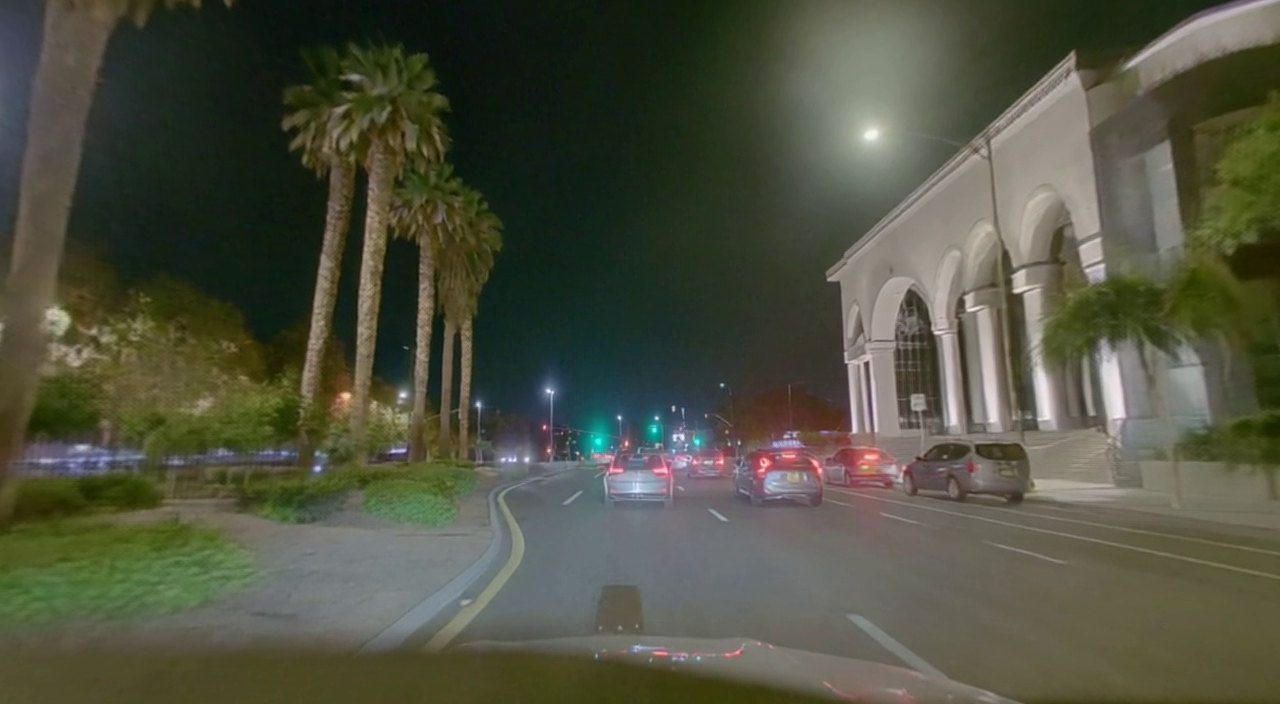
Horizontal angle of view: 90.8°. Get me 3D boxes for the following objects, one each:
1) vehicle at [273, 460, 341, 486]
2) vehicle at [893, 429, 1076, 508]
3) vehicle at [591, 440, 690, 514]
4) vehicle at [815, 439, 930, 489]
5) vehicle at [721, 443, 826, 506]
[{"bbox_3d":[-21.081,7.665,40.232,1.856,1.429,4.672,0,-9,-1],"label":"vehicle"},{"bbox_3d":[8.562,2.921,16.343,1.994,1.715,4.777,0,-9,0],"label":"vehicle"},{"bbox_3d":[-0.027,2.883,15.055,2.050,1.521,3.747,0,-8,-1],"label":"vehicle"},{"bbox_3d":[8.194,3.959,22.850,1.970,1.559,4.911,0,-8,-5],"label":"vehicle"},{"bbox_3d":[3.428,3.220,17.130,1.833,1.465,4.258,0,-9,-1],"label":"vehicle"}]
